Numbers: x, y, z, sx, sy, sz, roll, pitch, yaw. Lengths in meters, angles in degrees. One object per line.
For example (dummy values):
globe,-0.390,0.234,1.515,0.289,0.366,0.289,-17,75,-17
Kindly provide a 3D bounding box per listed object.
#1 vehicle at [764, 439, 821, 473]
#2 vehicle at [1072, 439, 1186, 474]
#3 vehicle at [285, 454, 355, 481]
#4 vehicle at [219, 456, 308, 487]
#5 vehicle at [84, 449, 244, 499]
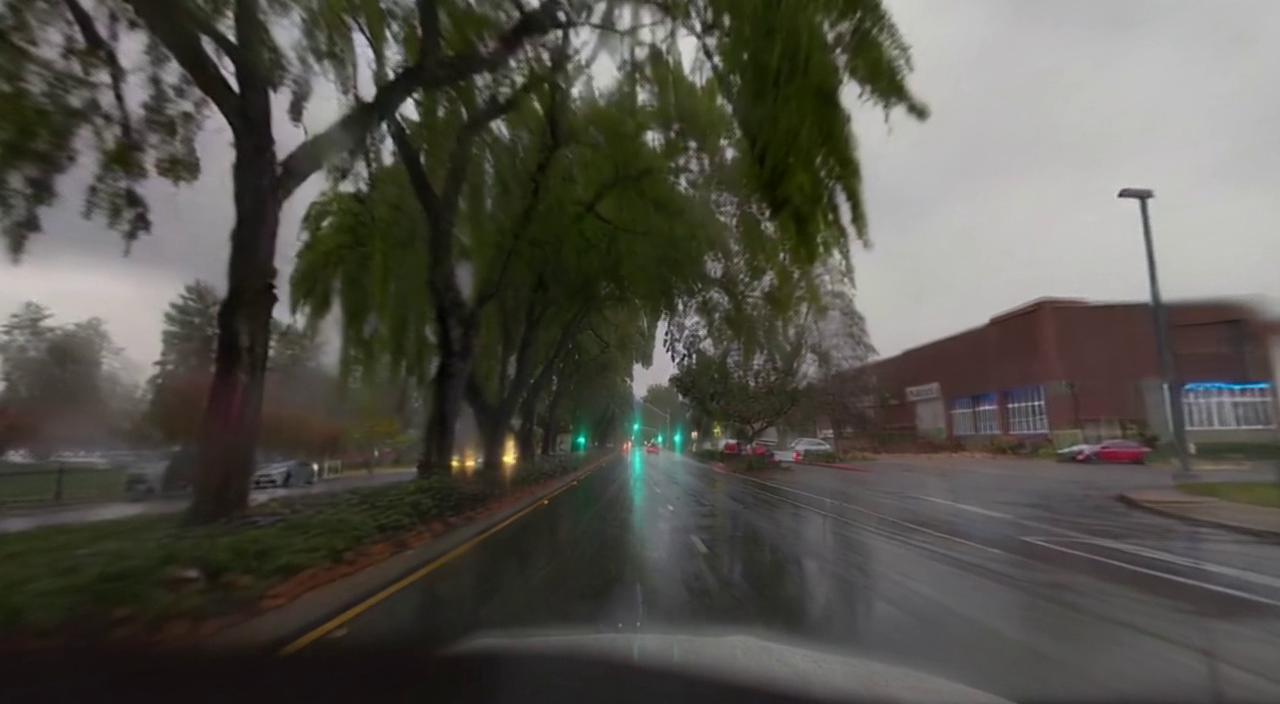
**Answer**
vehicle,9.040,6.181,37.800,1.994,1.738,4.622,5,-9,-2
vehicle,23.638,5.024,30.580,4.518,1.599,1.850,2,-9,-14
vehicle,-19.838,7.174,39.463,1.840,1.464,4.781,0,-9,1
vehicle,-19.860,6.306,33.575,1.795,1.452,4.718,0,-9,1
vehicle,-20.141,5.143,27.240,2.208,1.882,5.826,-1,-9,2
